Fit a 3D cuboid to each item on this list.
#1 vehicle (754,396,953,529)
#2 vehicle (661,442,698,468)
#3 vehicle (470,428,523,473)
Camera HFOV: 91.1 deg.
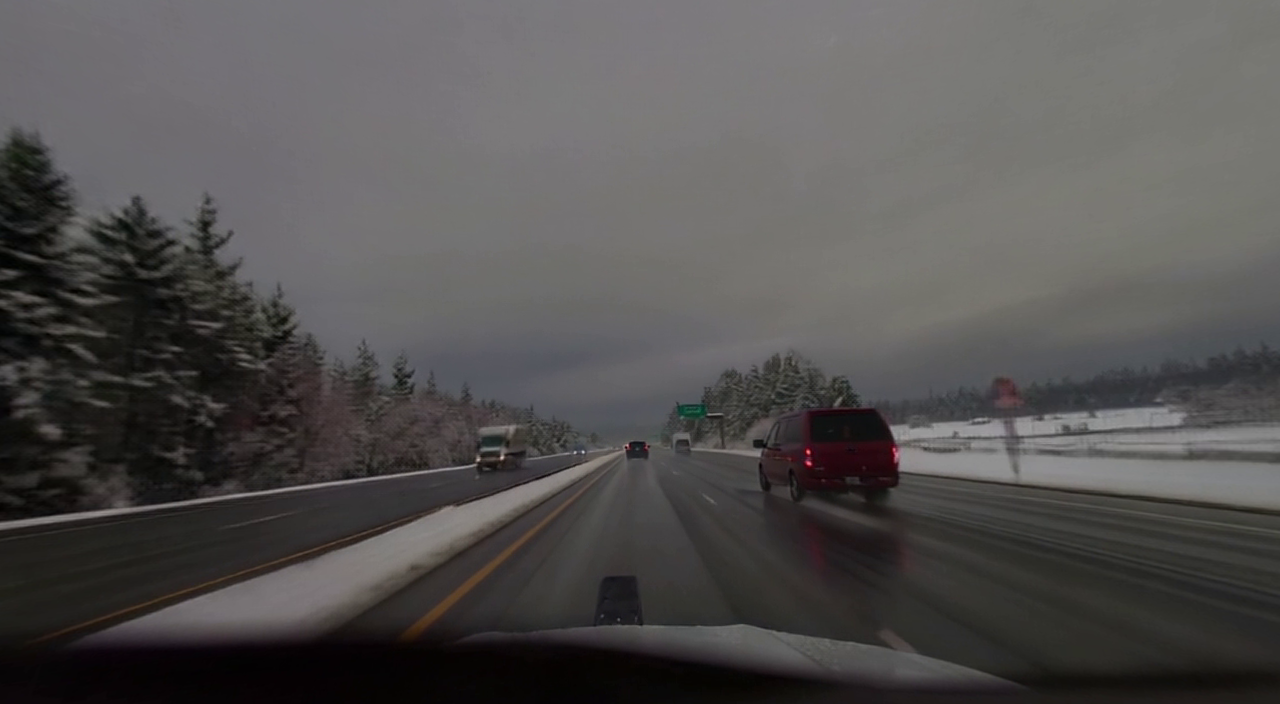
[{"bbox_3d":[3.657,2.025,11.884,1.981,1.984,4.623,0,-9,-2],"label":"vehicle"},{"bbox_3d":[2.706,7.176,43.948,2.123,1.620,4.959,0,-9,-1],"label":"vehicle"},{"bbox_3d":[-11.176,7.755,49.592,2.562,3.204,6.384,0,-9,0],"label":"vehicle"}]
